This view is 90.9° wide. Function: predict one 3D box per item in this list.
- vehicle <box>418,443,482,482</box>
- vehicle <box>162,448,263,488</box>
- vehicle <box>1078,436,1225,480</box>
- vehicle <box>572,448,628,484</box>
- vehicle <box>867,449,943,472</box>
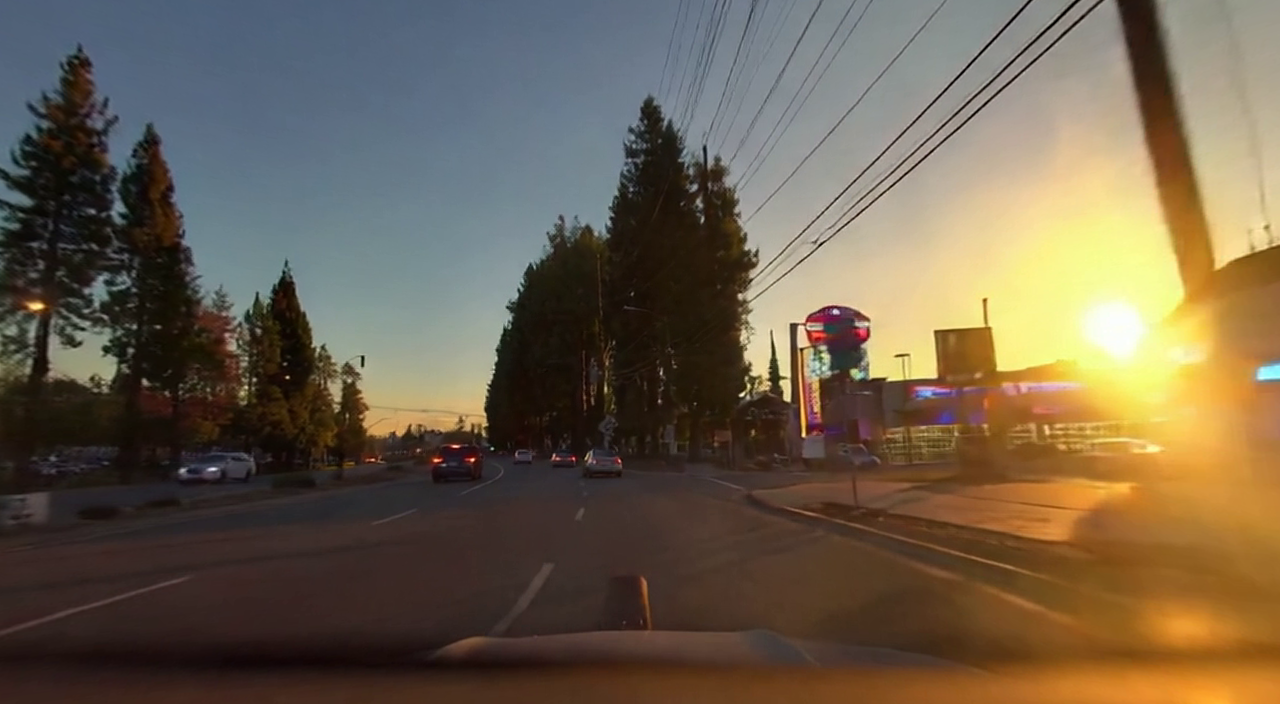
[{"bbox_3d":[-9.146,5.320,30.705,2.195,1.752,4.515,1,-9,-7],"label":"vehicle"},{"bbox_3d":[-23.065,6.220,34.384,2.258,1.960,5.783,1,-9,-10],"label":"vehicle"},{"bbox_3d":[19.083,3.953,23.858,1.795,1.485,4.601,0,-9,2],"label":"vehicle"},{"bbox_3d":[-1.894,5.049,28.298,2.130,1.476,4.453,1,-9,-8],"label":"vehicle"},{"bbox_3d":[19.602,8.035,46.856,4.834,1.495,1.785,1,-9,3],"label":"vehicle"}]
